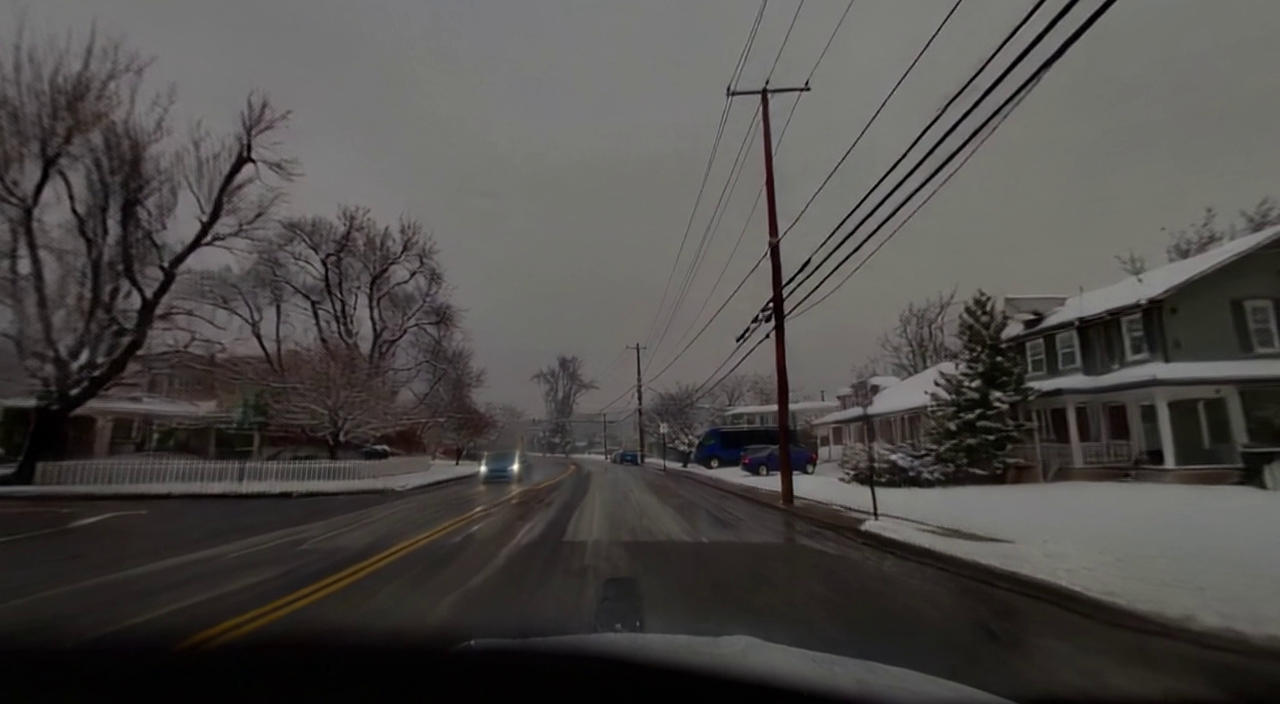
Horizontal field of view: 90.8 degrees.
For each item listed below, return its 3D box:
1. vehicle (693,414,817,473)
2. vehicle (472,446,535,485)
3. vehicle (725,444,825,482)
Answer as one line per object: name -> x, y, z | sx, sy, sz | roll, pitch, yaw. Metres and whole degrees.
vehicle -> 7.261, 5.902, 40.477 | 7.115, 3.010, 2.378 | -4, -11, -9
vehicle -> -5.636, 4.710, 26.597 | 1.892, 1.501, 4.335 | 0, -8, -3
vehicle -> 6.609, 5.456, 31.287 | 4.412, 1.565, 1.957 | -3, -9, -2
